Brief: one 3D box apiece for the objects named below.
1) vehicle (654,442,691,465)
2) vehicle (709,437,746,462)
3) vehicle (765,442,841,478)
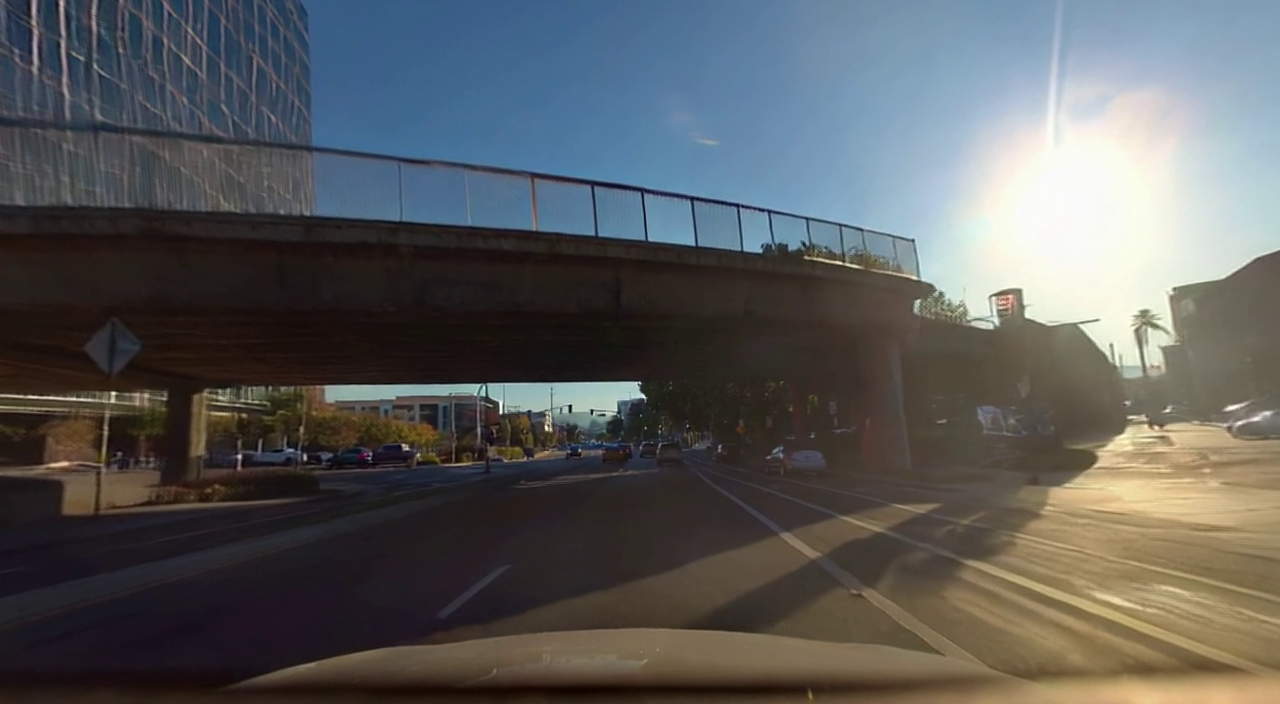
[{"bbox_3d":[2.111,6.757,42.003,2.280,1.475,4.051,0,-9,0],"label":"vehicle"},{"bbox_3d":[6.874,7.709,49.911,2.154,1.915,4.908,0,-9,-1],"label":"vehicle"},{"bbox_3d":[7.043,4.690,27.720,2.035,1.435,4.481,0,-9,-1],"label":"vehicle"}]
